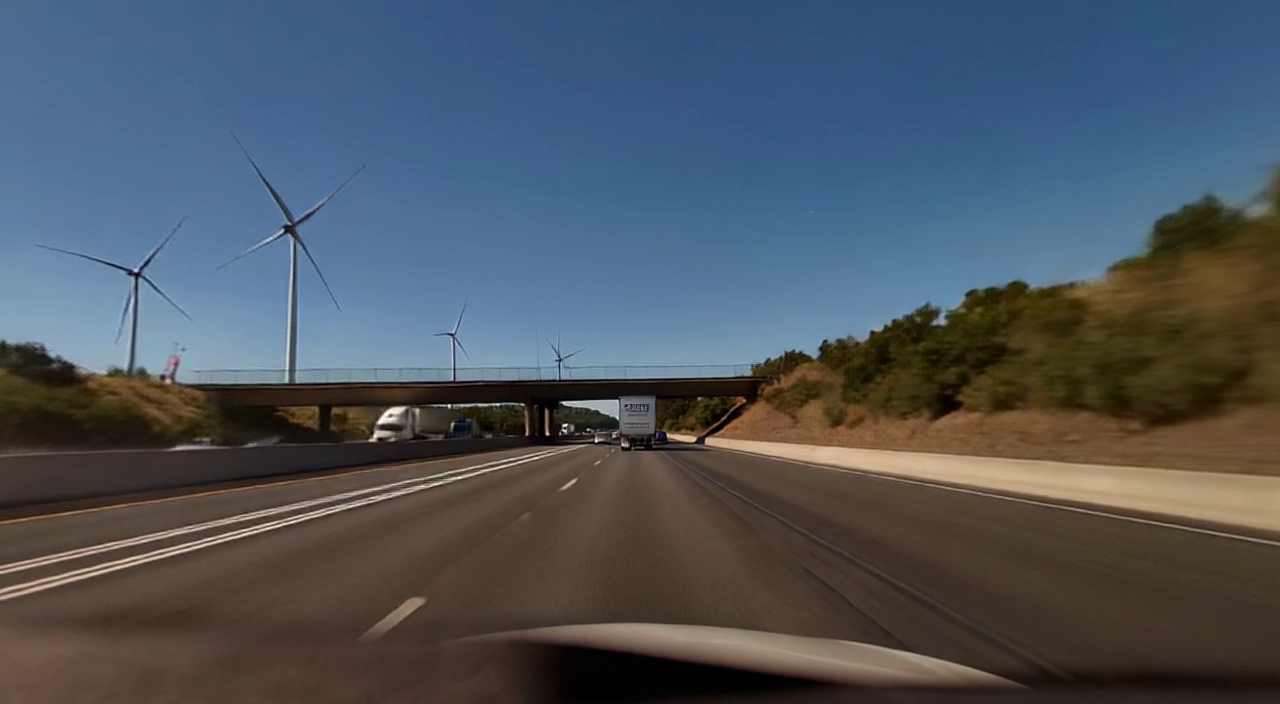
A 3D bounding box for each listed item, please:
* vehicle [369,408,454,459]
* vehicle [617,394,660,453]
[{"bbox_3d":[-16.859,6.168,47.510,2.928,3.408,9.523,0,-8,-1],"label":"vehicle"},{"bbox_3d":[-0.251,5.702,49.040,2.906,3.990,12.551,0,-8,-1],"label":"vehicle"}]
